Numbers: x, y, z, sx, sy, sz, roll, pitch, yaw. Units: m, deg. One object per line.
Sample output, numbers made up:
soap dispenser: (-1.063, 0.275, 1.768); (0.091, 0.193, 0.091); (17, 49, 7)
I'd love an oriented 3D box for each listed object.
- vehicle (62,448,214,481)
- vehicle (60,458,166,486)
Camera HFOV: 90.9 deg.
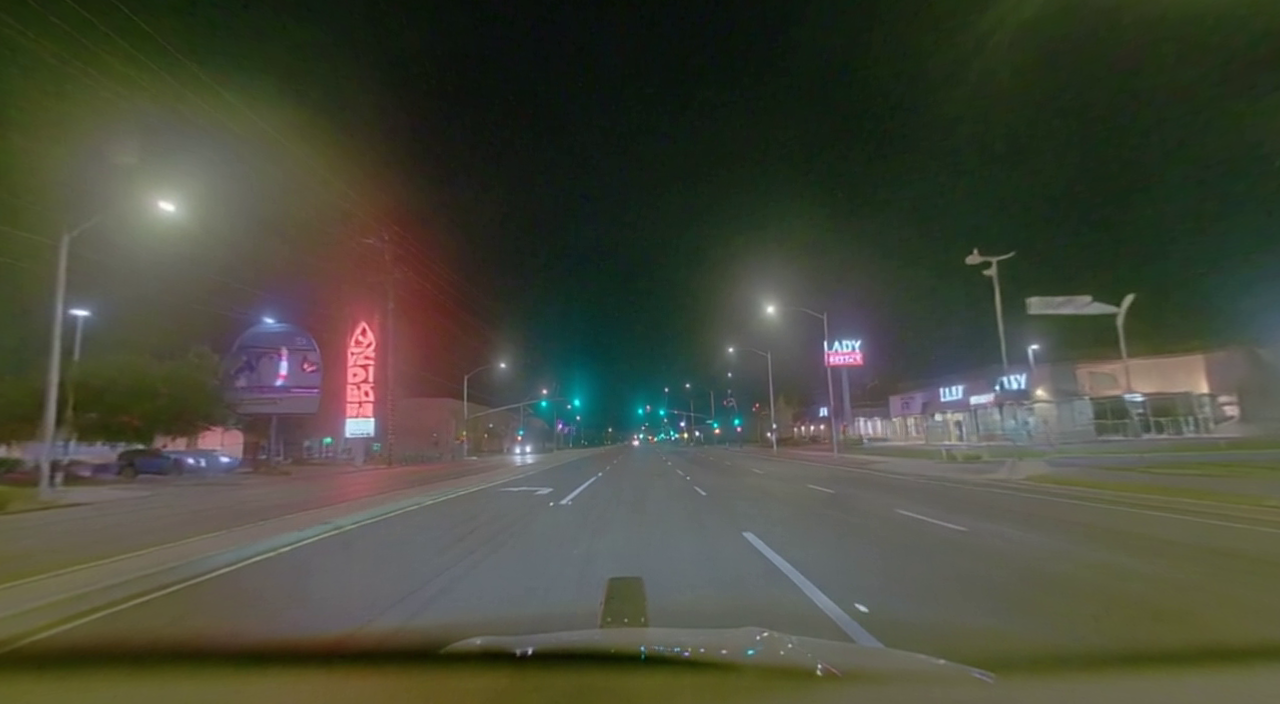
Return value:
vehicle: (-30.661, 6.865, 38.713); (7.039, 1.891, 2.550); (0, -8, -2)
vehicle: (-30.007, 6.823, 35.980); (4.417, 1.449, 1.887); (-1, -8, 3)
